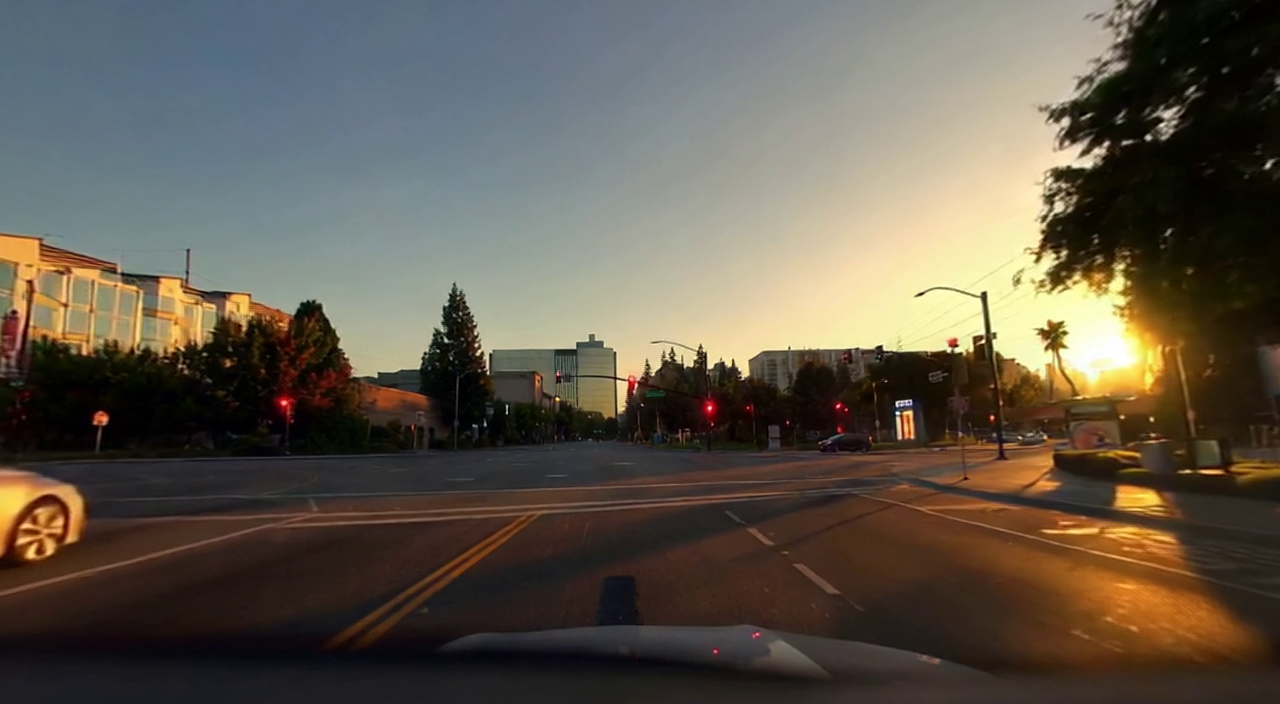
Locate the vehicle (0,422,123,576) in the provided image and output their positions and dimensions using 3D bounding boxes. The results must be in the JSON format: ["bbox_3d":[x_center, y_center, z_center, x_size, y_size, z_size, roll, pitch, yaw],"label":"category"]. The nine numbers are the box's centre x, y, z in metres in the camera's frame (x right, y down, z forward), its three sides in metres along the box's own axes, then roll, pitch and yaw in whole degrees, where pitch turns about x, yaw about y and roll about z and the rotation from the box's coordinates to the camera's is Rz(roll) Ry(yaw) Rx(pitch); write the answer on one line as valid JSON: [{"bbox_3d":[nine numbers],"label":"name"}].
[{"bbox_3d":[-7.233,1.272,5.041,1.904,1.497,5.154,0,-9,-1],"label":"vehicle"}]
